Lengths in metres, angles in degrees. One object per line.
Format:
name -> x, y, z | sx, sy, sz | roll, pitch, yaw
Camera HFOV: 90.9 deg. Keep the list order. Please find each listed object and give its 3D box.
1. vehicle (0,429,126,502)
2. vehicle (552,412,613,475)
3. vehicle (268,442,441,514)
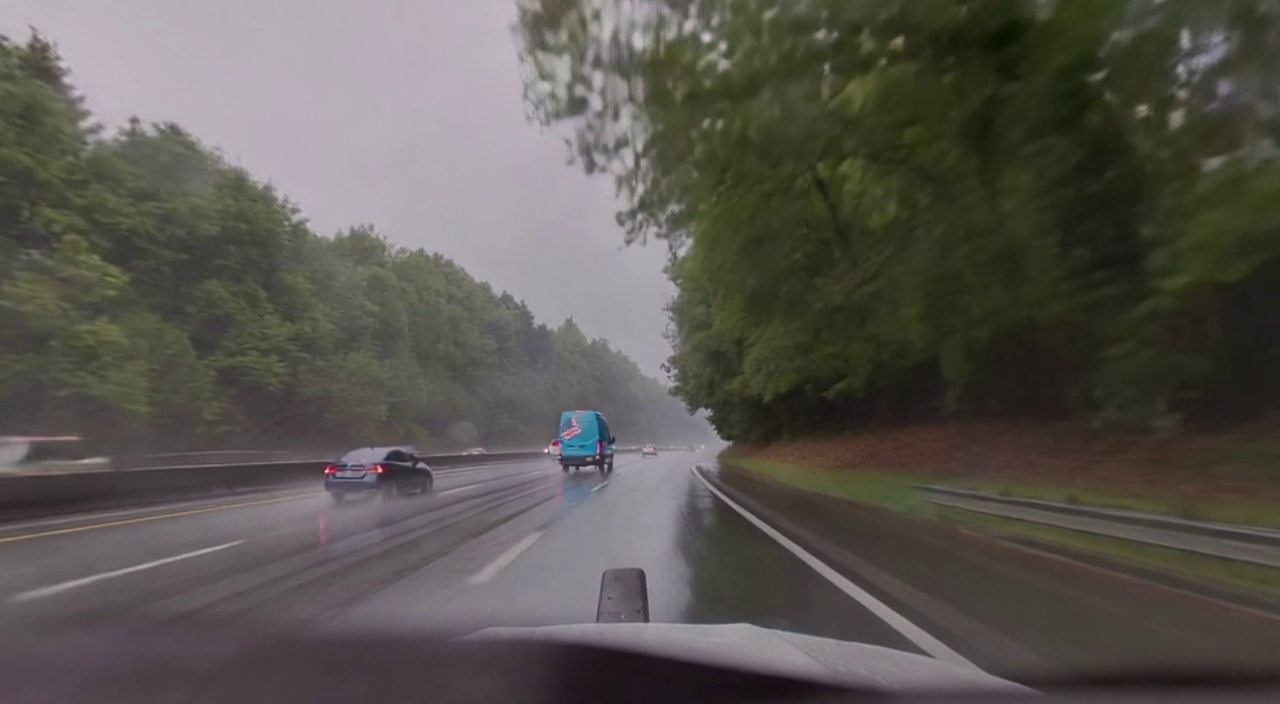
vehicle -> -16.838, 2.902, 16.210 | 2.255, 1.760, 5.882 | 0, -8, 1
vehicle -> -2.765, 4.611, 31.800 | 2.319, 2.883, 5.632 | -1, -8, 3
vehicle -> -6.507, 2.883, 15.045 | 1.947, 1.438, 4.440 | 0, -8, 1
